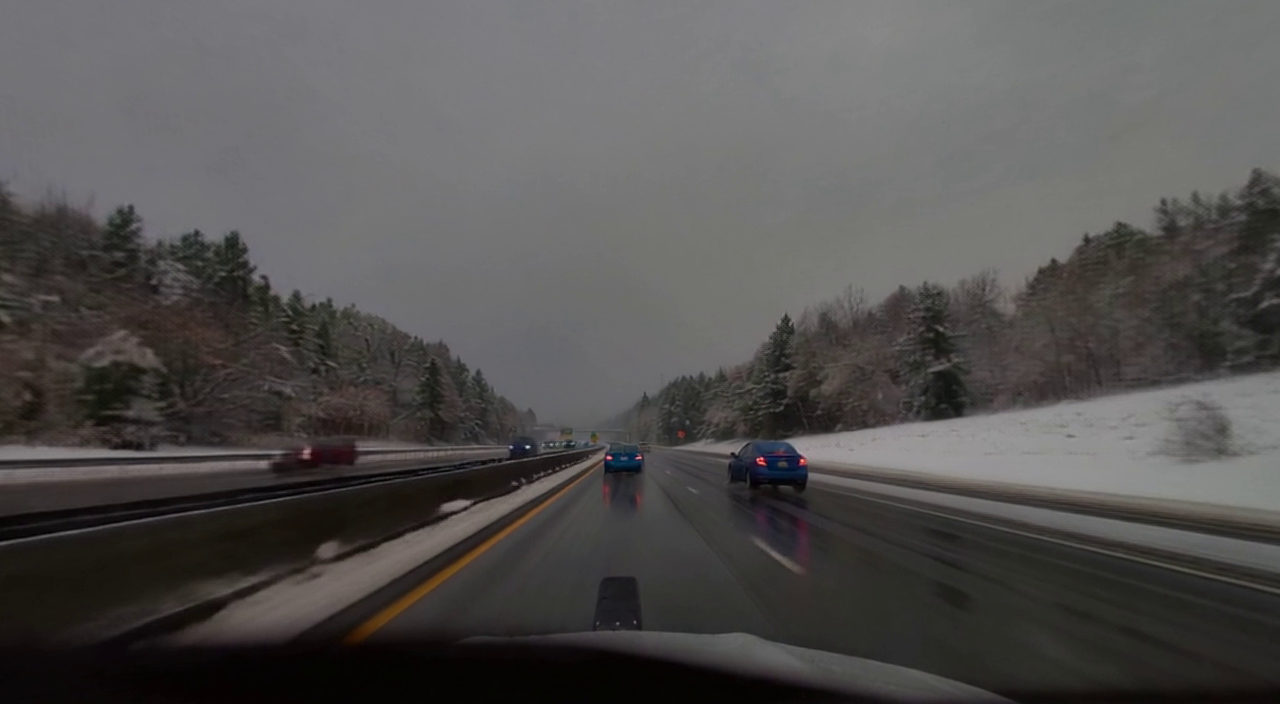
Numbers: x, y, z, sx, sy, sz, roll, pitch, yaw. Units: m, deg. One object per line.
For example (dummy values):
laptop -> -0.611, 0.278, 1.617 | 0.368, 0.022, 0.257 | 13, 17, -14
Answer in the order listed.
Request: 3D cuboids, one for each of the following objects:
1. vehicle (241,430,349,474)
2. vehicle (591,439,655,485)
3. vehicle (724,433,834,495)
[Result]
vehicle -> -14.175, 4.143, 26.103 | 1.954, 1.642, 4.540 | 0, -9, -1
vehicle -> -0.582, 4.032, 23.211 | 2.128, 1.516, 4.410 | 0, -9, 0
vehicle -> 3.902, 3.247, 18.439 | 2.300, 1.595, 4.144 | -1, -9, 0
